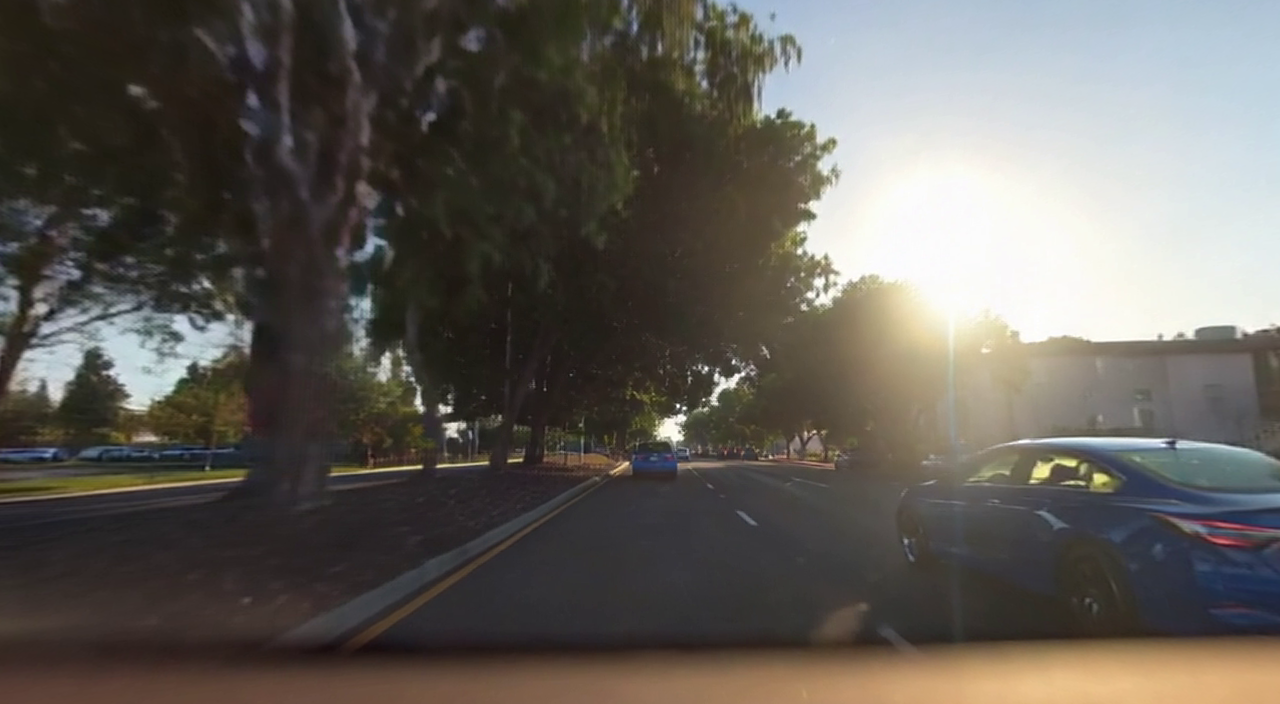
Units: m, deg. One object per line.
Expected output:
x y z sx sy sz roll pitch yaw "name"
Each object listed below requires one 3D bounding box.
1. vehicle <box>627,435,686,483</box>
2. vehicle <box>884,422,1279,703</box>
0.552 4.102 24.494 2.085 1.693 4.301 0 -8 0 "vehicle"
3.871 1.372 5.218 1.918 1.418 4.360 0 -8 -1 "vehicle"
